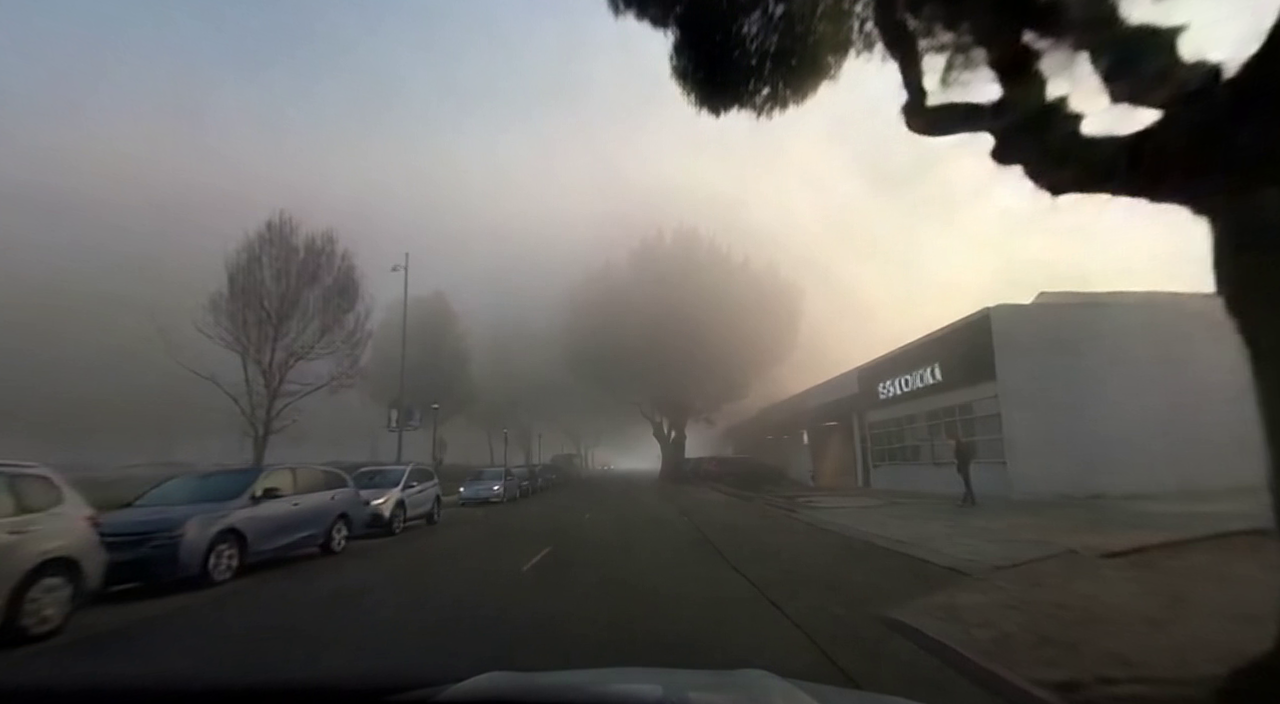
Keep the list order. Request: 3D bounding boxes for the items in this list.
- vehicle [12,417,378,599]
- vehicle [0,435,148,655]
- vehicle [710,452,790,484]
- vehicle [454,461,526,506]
[{"bbox_3d":[-6.016,2.190,9.551,1.990,2.011,4.765,1,-11,0],"label":"vehicle"},{"bbox_3d":[-6.003,1.375,4.243,2.060,1.688,4.083,1,-11,-1],"label":"vehicle"},{"bbox_3d":[6.204,6.616,35.911,4.193,1.665,1.924,1,-11,-2],"label":"vehicle"},{"bbox_3d":[-5.923,5.248,25.456,1.832,1.623,4.424,1,-11,0],"label":"vehicle"}]
